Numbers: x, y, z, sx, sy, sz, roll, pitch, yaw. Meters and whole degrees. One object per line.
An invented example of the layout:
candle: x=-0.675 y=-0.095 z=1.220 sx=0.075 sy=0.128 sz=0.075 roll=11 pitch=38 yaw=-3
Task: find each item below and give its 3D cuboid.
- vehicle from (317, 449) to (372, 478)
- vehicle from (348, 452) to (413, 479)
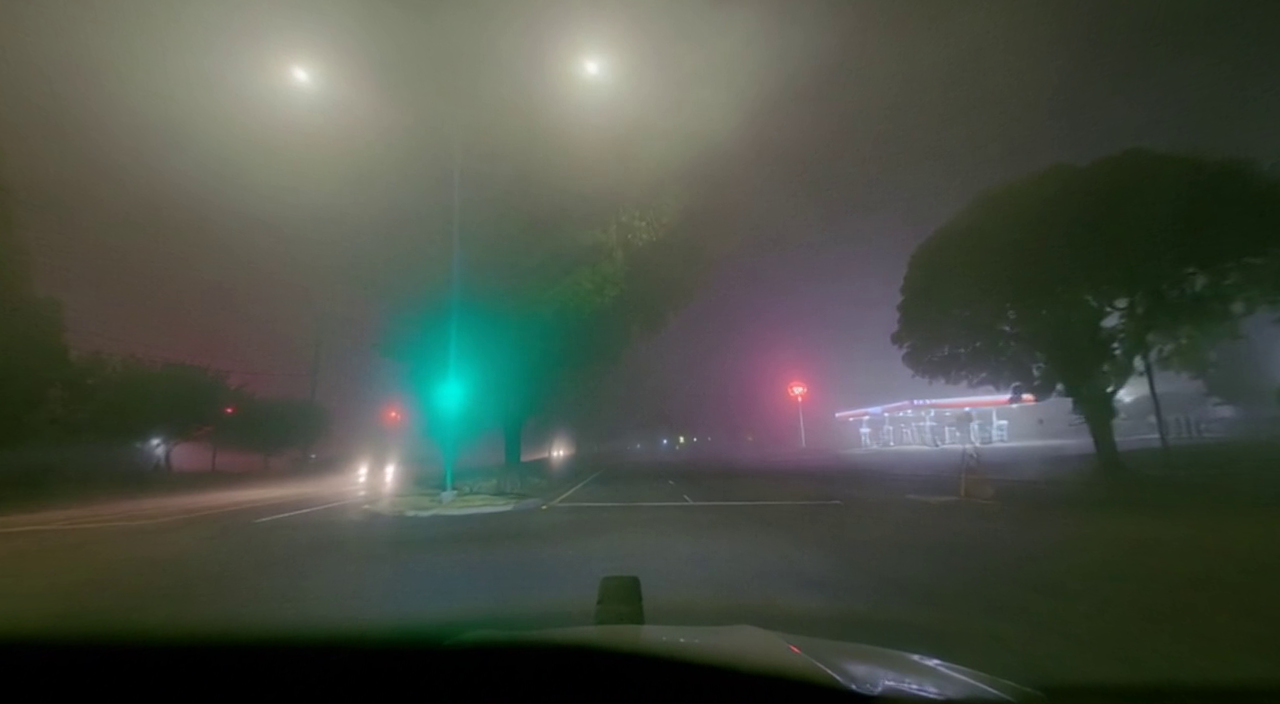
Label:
vehicle: x=-22.439 y=8.475 z=48.249 sx=2.076 sy=1.927 sz=4.749 roll=-2 pitch=-8 yaw=-2
vehicle: x=-16.066 y=7.011 z=39.429 sx=1.971 sy=1.492 sz=4.878 roll=0 pitch=-8 yaw=0
